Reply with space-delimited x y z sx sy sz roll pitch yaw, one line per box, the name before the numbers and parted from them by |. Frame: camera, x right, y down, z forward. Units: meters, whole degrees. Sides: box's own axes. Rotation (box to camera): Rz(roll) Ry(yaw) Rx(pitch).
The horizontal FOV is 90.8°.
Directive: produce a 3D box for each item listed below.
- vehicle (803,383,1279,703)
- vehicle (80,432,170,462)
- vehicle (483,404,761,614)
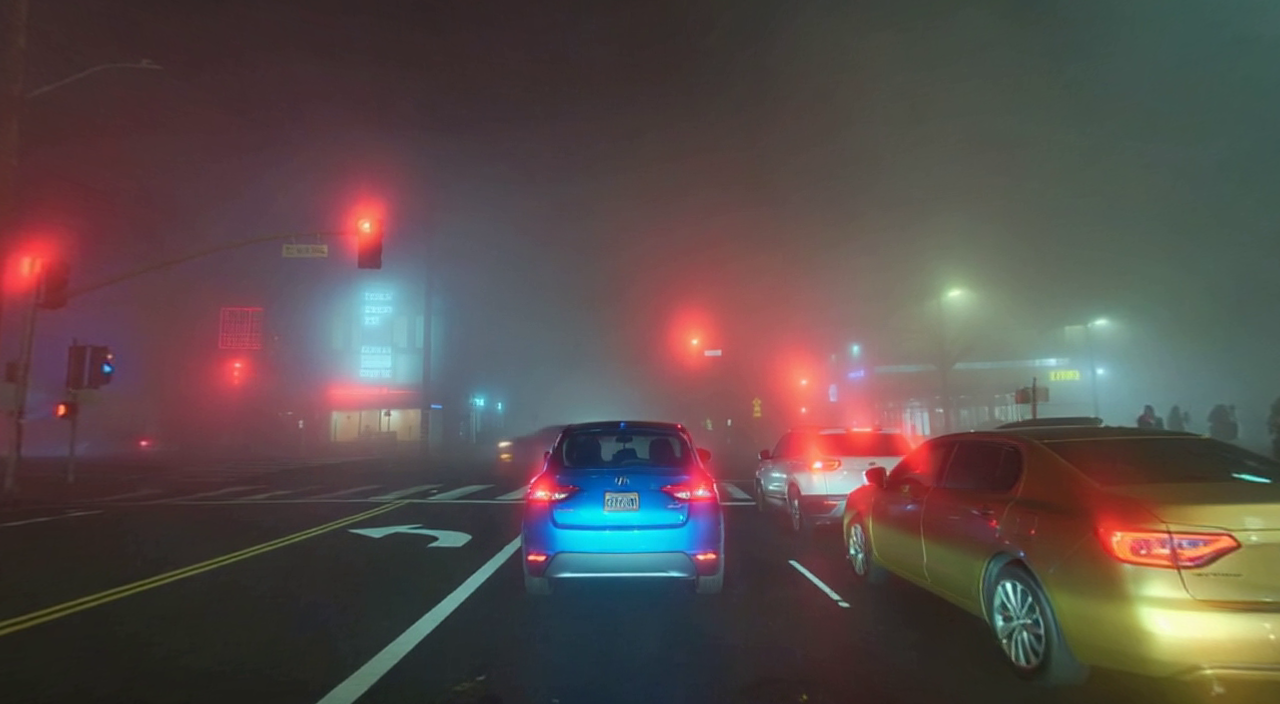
vehicle | 3.035 1.306 5.440 1.983 1.654 4.354 0 -8 -1
vehicle | -28.977 5.367 35.564 4.253 1.570 2.132 -4 -9 24
vehicle | -0.135 1.554 7.271 2.123 1.589 4.702 0 -8 0
